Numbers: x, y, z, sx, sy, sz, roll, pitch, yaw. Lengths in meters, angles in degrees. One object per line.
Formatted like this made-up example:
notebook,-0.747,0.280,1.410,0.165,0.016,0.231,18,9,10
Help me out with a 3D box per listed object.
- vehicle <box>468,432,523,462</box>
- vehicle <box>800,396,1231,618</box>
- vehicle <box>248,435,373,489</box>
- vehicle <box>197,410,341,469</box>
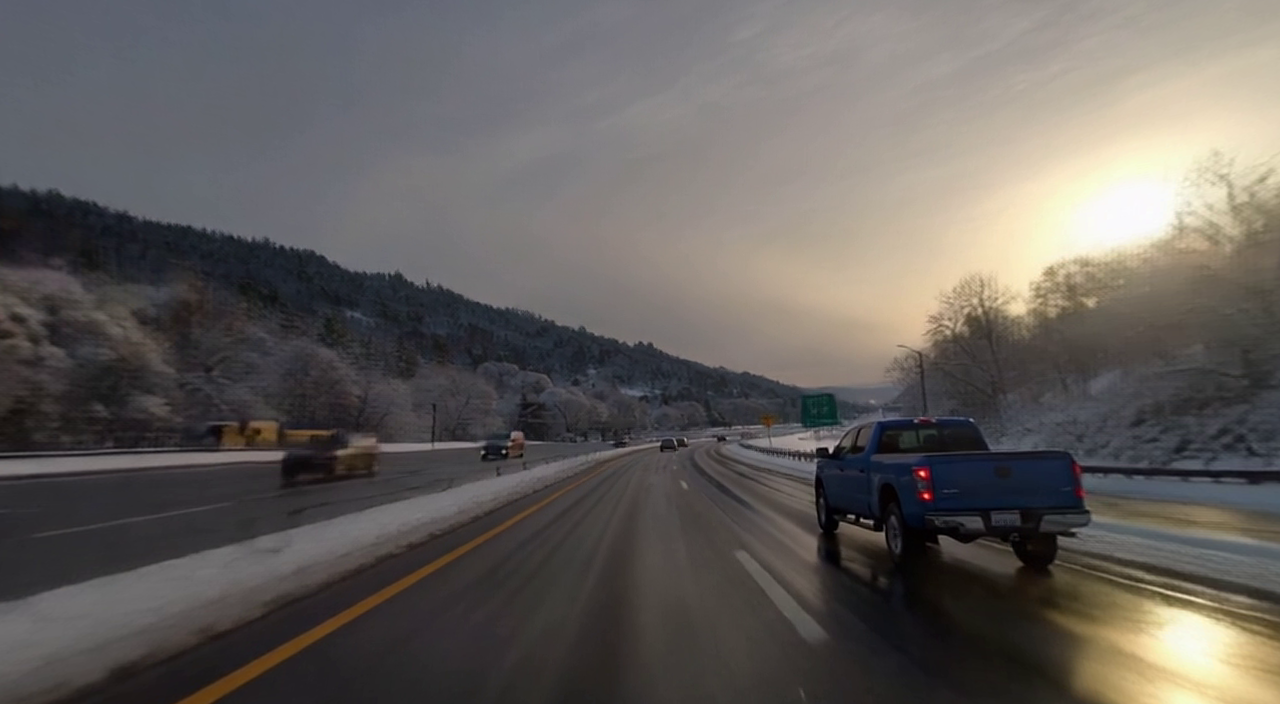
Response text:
vehicle,-9.959,6.638,44.094,2.173,1.932,5.712,-1,-9,4
vehicle,3.591,1.580,7.447,2.151,1.744,4.709,0,-9,0
vehicle,-11.079,3.706,21.639,1.970,1.629,4.136,-1,-9,1
vehicle,-24.130,6.090,42.167,3.203,3.011,10.979,-4,-11,-1
